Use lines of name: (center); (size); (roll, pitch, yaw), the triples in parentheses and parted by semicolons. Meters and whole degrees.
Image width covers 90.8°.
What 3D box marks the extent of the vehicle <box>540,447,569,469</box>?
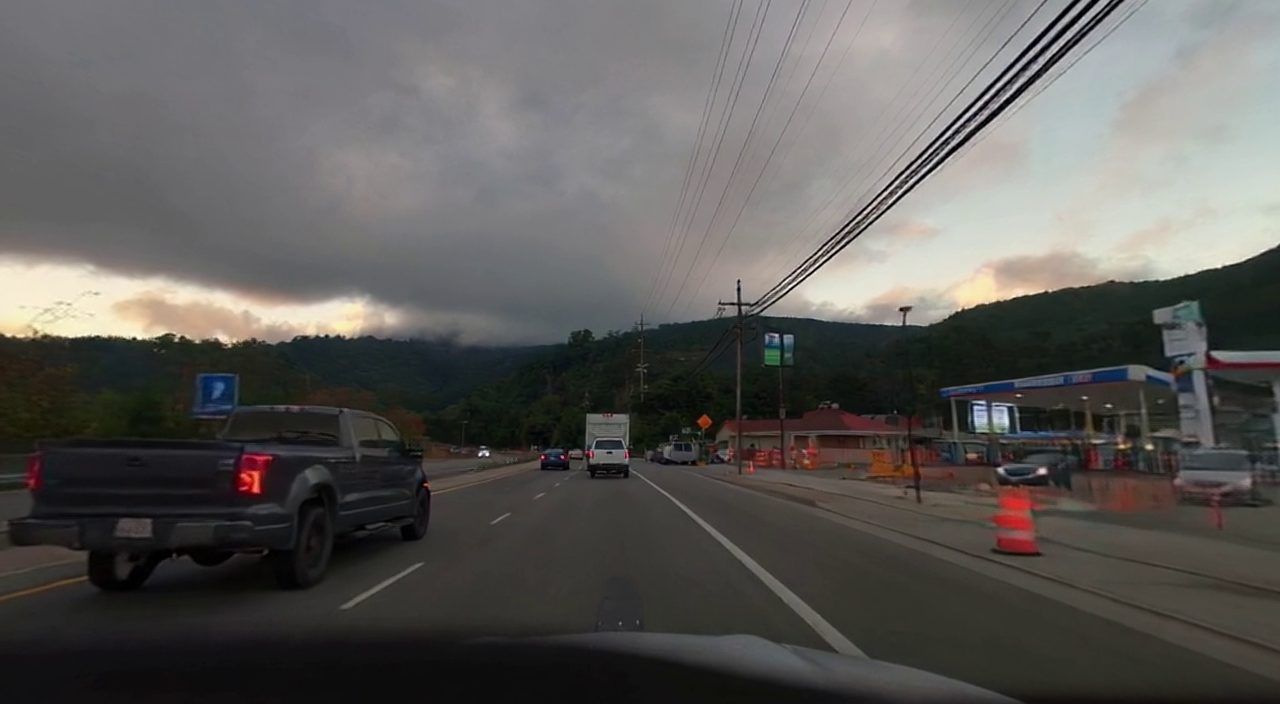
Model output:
vehicle: (-6.287, 7.816, 46.787); (1.972, 1.496, 4.150); (1, -9, -5)

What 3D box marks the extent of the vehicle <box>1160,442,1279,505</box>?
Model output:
vehicle: (19.619, 3.942, 21.106); (5.424, 1.844, 2.255); (7, -11, -39)

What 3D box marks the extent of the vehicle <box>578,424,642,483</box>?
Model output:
vehicle: (-1.348, 4.371, 27.497); (2.486, 2.280, 5.291); (0, -9, -4)

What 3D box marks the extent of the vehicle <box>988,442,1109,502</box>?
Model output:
vehicle: (14.906, 4.237, 22.920); (5.331, 1.917, 2.166); (7, -11, -41)

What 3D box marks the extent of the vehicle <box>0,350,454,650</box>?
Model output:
vehicle: (-4.113, 1.397, 7.151); (2.345, 2.012, 5.693); (0, -8, -1)
